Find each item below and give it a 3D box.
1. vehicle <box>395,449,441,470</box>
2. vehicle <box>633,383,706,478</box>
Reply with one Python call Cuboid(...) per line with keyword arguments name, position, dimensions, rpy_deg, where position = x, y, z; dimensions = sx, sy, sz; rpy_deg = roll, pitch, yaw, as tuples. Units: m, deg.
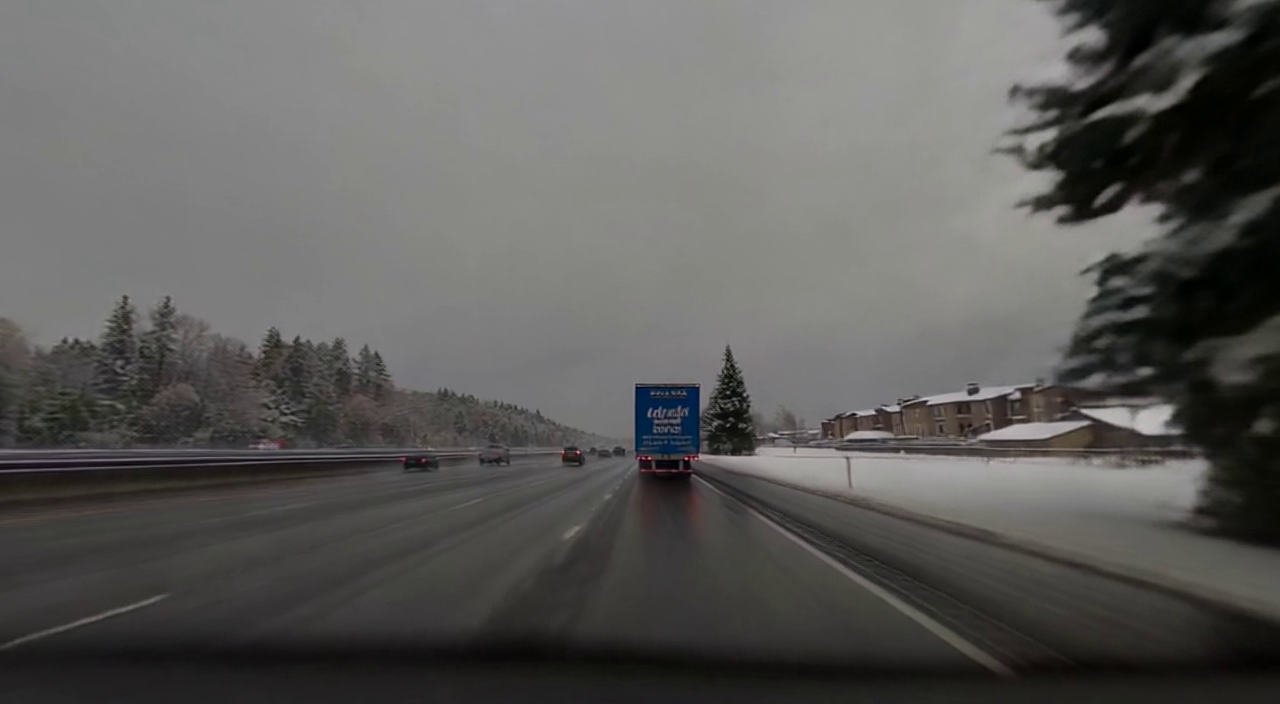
Cuboid(name="vehicle", position=(-17.051, 8.247, 48.749), dimensions=(1.901, 1.485, 4.279), rpy_deg=(0, -9, 1))
Cuboid(name="vehicle", position=(1.235, 4.555, 35.062), dimensions=(3.140, 4.100, 15.551), rpy_deg=(0, -9, 0))
